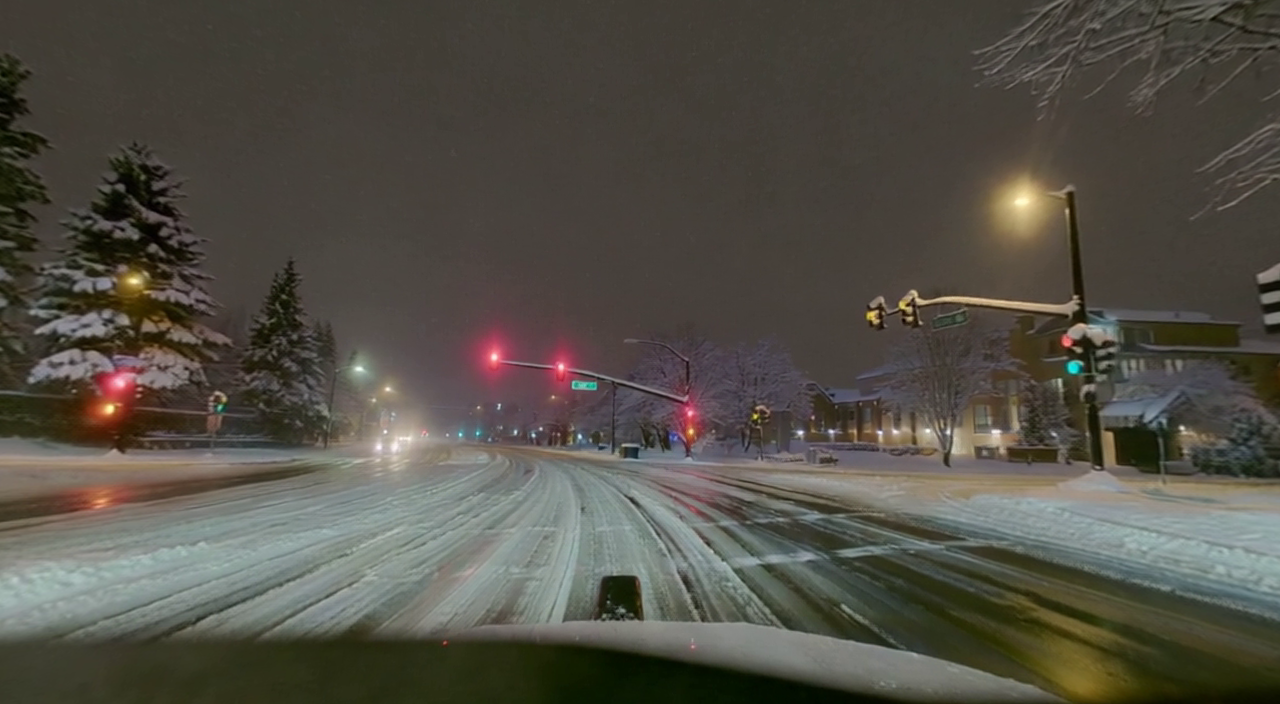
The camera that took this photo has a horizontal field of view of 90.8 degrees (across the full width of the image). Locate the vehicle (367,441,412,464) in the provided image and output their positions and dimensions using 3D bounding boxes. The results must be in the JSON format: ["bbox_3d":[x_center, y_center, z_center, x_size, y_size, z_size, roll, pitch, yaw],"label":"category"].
[{"bbox_3d":[-17.157,6.875,43.511,1.969,1.464,4.485,1,-9,-10],"label":"vehicle"}]
